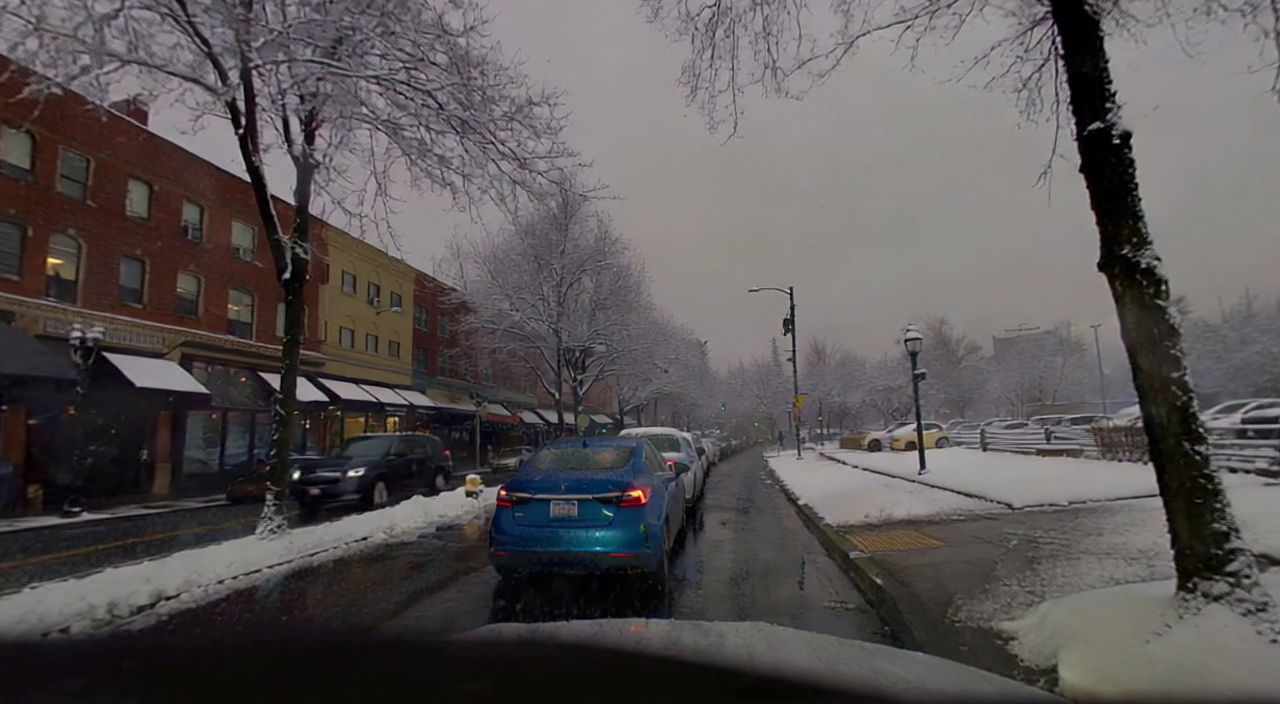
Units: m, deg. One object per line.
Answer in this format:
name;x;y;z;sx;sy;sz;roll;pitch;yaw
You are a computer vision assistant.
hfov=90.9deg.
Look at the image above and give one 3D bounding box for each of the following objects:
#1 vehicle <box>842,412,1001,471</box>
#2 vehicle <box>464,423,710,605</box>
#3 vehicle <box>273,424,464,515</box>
vehicle;9.016;2.835;20.219;4.558;1.528;1.915;0;-8;-23
vehicle;-0.265;1.639;7.316;1.939;1.478;3.922;-2;-8;9
vehicle;-6.289;2.784;15.396;2.071;1.811;4.711;-3;-9;8
